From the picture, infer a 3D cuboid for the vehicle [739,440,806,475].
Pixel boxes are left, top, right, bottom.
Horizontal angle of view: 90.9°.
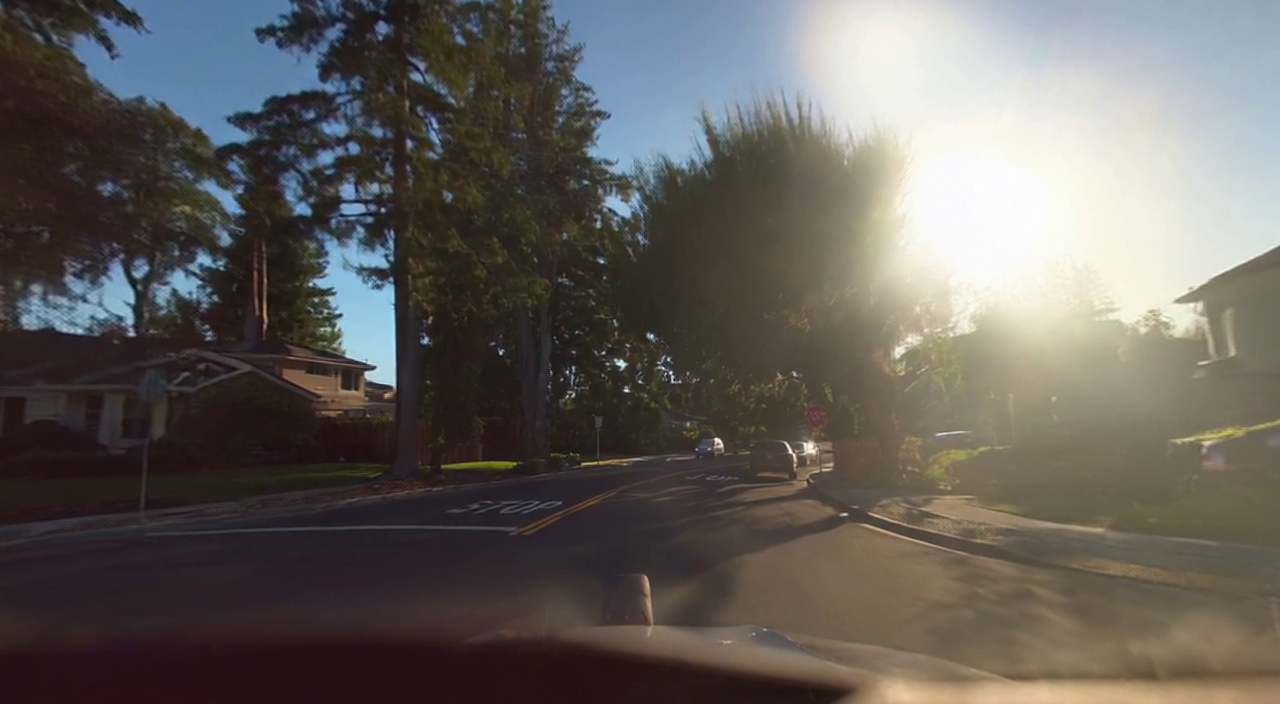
[{"bbox_3d":[6.953,5.423,32.610,2.692,1.649,4.689,-3,-9,20],"label":"vehicle"}]
